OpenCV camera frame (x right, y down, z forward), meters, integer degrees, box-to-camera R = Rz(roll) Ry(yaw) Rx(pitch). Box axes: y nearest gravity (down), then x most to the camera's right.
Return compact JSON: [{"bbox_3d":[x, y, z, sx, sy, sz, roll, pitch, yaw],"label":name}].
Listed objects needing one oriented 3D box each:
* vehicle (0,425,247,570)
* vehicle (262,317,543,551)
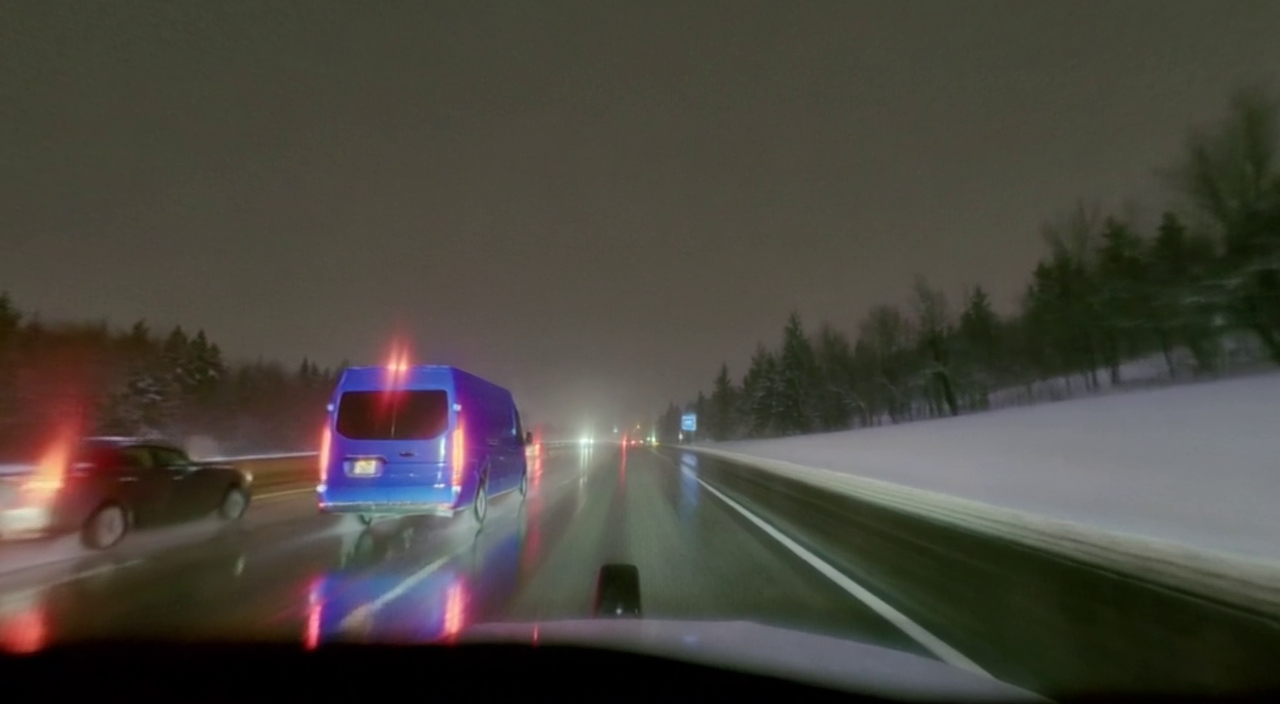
[{"bbox_3d":[-7.508,1.691,7.969,1.994,1.466,4.837,0,-8,-1],"label":"vehicle"},{"bbox_3d":[-3.363,1.443,11.194,2.428,2.782,7.330,0,-8,-3],"label":"vehicle"}]
